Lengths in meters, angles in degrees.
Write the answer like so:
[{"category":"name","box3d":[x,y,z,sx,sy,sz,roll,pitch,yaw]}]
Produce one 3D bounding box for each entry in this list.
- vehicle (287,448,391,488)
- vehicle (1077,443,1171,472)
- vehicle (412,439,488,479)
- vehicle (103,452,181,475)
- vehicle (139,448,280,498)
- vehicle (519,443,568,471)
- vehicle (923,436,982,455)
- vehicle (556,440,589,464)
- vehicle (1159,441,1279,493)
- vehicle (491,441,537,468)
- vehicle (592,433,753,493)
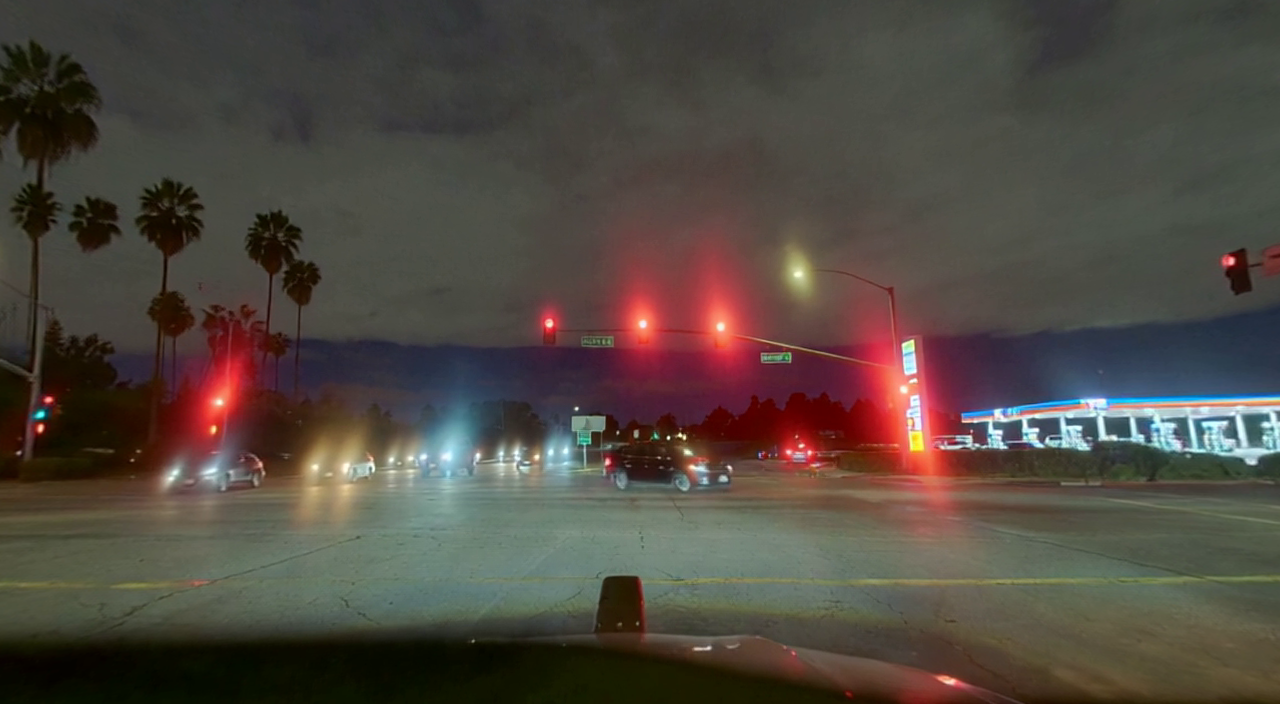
[{"category":"vehicle","box3d":[-11.893,4.578,25.341,1.966,1.455,4.493,0,-9,0]},{"category":"vehicle","box3d":[24.262,5.294,31.730,3.474,1.376,1.538,0,-9,-2]},{"category":"vehicle","box3d":[-8.618,4.889,29.056,2.156,1.662,4.186,0,-9,0]},{"category":"vehicle","box3d":[-35.235,7.875,44.847,1.886,1.523,4.581,0,-9,-1]},{"category":"vehicle","box3d":[-15.282,4.273,22.779,1.956,1.611,4.359,0,-9,0]},{"category":"vehicle","box3d":[-5.306,5.827,35.315,1.983,1.464,4.579,0,-9,0]},{"category":"vehicle","box3d":[22.542,6.760,45.652,3.356,1.395,1.559,0,-9,-1]},{"category":"vehicle","box3d":[-5.134,7.657,48.531,1.929,1.719,4.892,0,-9,0]},{"category":"vehicle","box3d":[18.778,3.404,18.817,5.015,1.446,1.862,0,-9,-3]},{"category":"vehicle","box3d":[-8.511,6.953,43.067,2.124,1.701,4.551,0,-9,1]},{"category":"vehicle","box3d":[0.917,3.474,20.170,2.138,1.651,4.938,9,-12,-44]}]
